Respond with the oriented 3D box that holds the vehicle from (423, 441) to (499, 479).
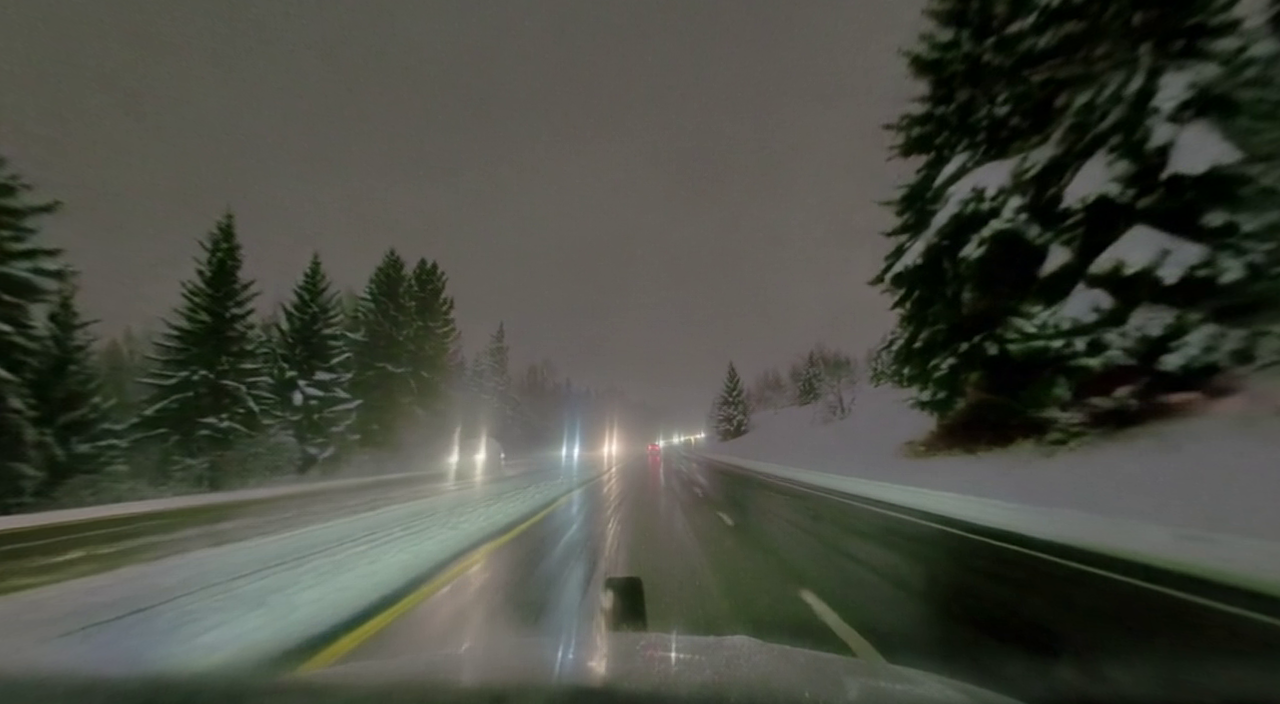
[{"bbox_3d":[-8.651,5.248,30.987,2.226,1.688,4.820,0,-8,1],"label":"vehicle"}]
